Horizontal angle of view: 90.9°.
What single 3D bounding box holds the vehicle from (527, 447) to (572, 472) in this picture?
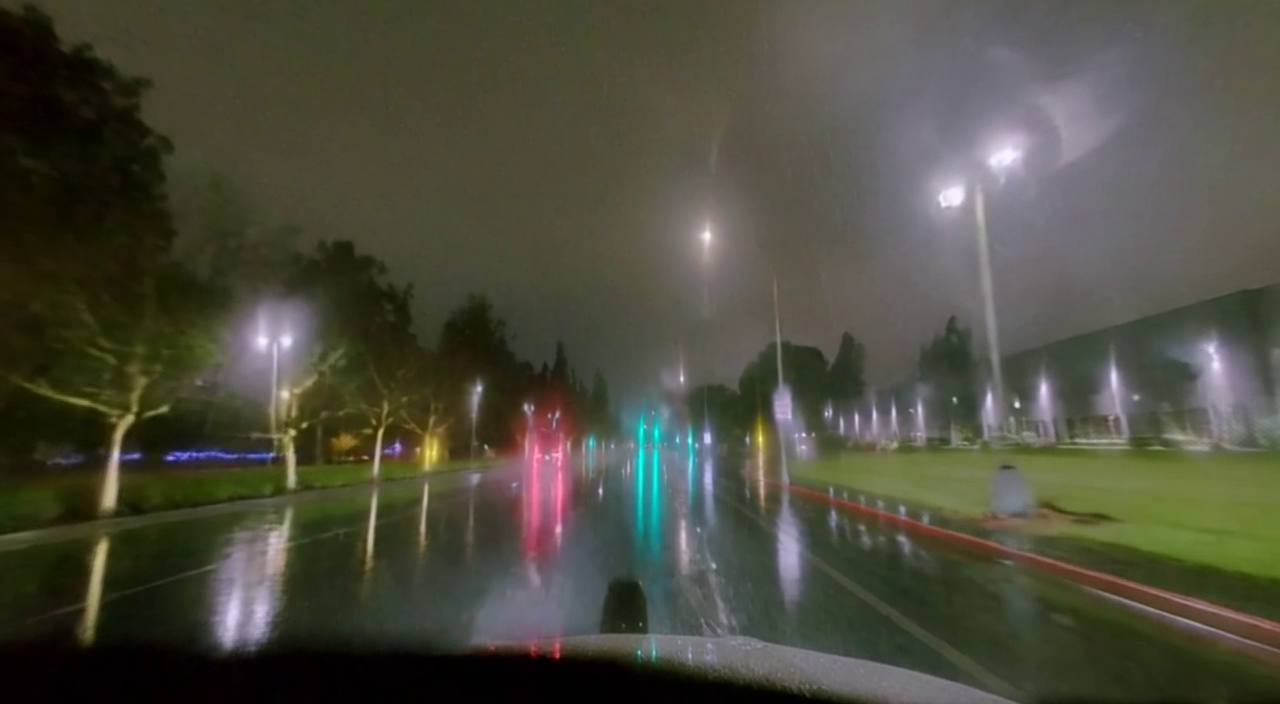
[{"bbox_3d":[-5.520,6.604,39.051,1.945,1.461,4.605,-1,-9,3],"label":"vehicle"}]
